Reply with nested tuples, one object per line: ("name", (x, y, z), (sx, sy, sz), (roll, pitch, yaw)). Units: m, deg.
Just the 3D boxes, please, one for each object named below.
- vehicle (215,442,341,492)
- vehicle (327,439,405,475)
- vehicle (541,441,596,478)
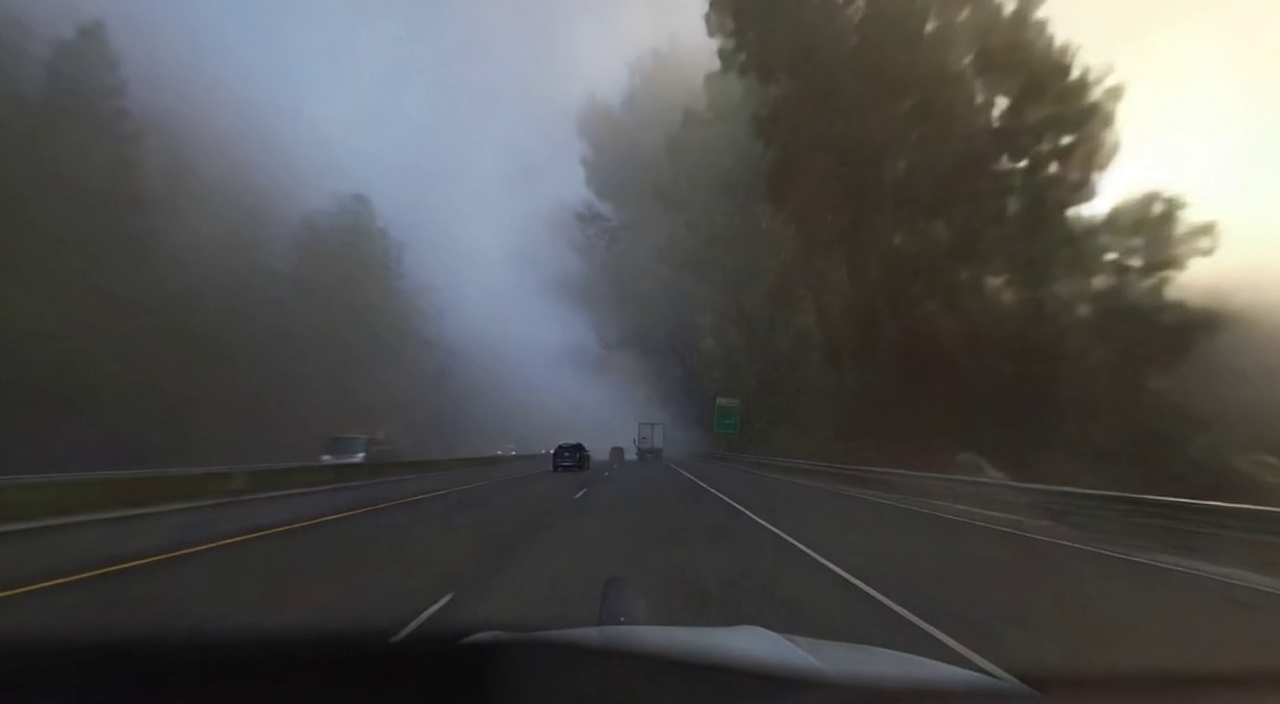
("vehicle", (-12.609, 4.021, 22.345), (1.926, 1.566, 4.142), (0, -9, 1))
("vehicle", (-16.120, 6.208, 37.497), (2.092, 1.982, 5.339), (0, -9, 1))
("vehicle", (-3.329, 5.118, 30.200), (2.057, 1.618, 4.212), (0, -9, 1))
